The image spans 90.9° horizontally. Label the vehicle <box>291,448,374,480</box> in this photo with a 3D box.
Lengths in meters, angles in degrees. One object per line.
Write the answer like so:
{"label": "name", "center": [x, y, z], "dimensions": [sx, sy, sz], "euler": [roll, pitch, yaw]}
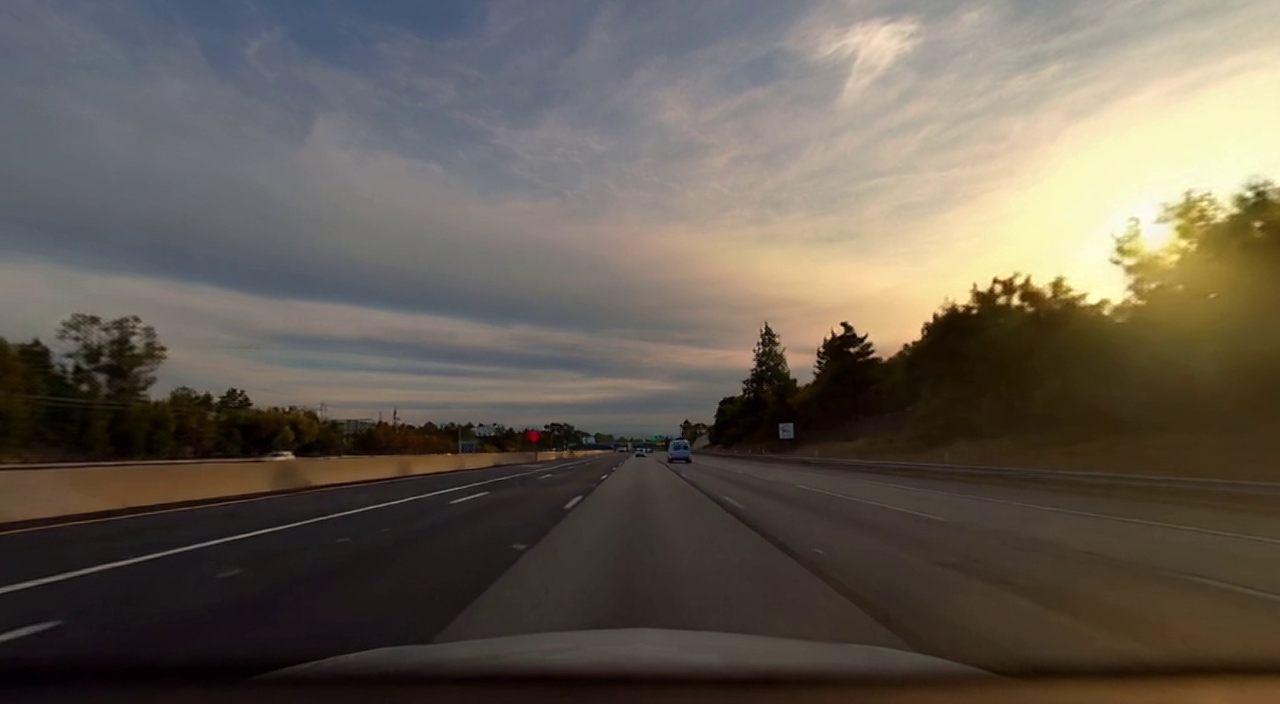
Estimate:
{"label": "vehicle", "center": [-15.588, 5.675, 32.259], "dimensions": [1.903, 1.486, 4.666], "euler": [0, -9, 0]}
